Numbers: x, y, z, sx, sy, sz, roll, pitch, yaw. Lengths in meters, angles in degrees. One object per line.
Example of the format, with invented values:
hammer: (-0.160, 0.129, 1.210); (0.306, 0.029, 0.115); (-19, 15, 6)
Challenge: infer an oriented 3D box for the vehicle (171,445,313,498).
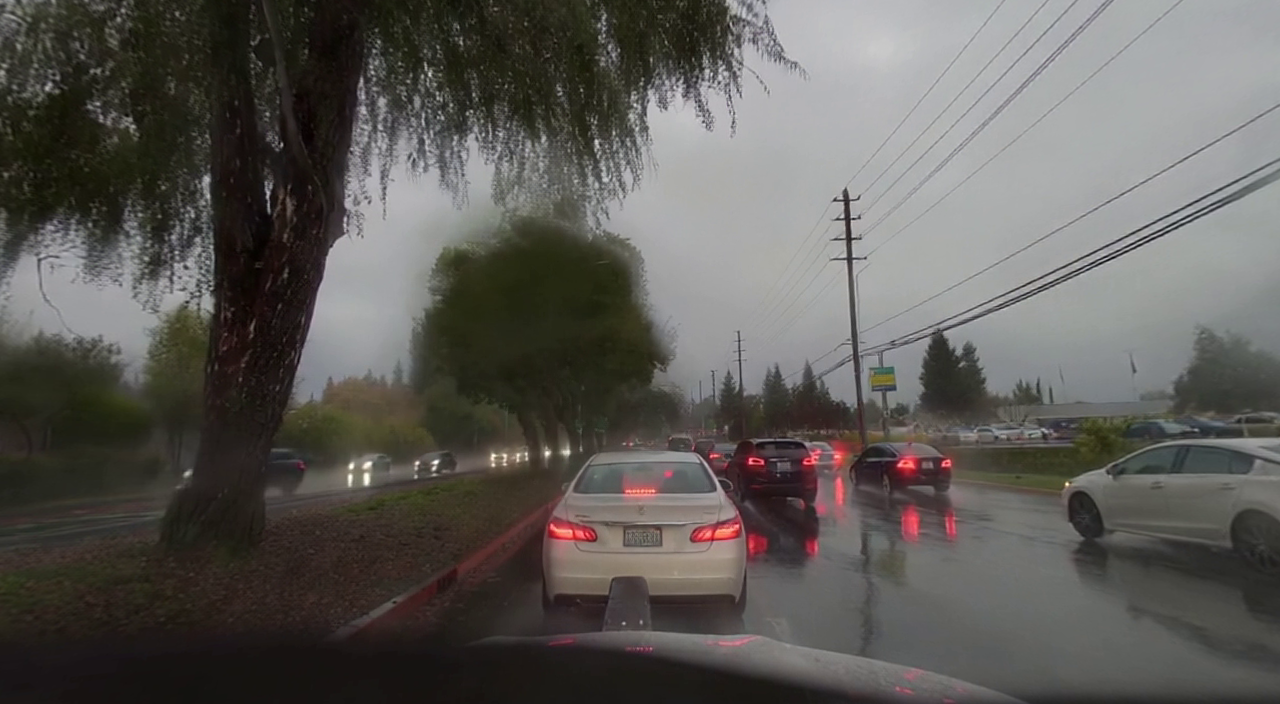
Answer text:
vehicle: (-15.336, 4.566, 24.775); (2.056, 1.809, 5.354); (0, -8, 0)

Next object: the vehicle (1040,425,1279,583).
vehicle: (6.995, 1.629, 7.273); (1.850, 1.480, 4.474); (0, -8, 1)

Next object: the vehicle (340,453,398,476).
vehicle: (-18.808, 7.807, 44.018); (1.884, 1.466, 4.821); (0, -8, 0)

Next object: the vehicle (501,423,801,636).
vehicle: (0.066, 1.539, 6.480); (2.108, 1.479, 3.935); (0, -8, 0)

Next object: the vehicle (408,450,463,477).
vehicle: (-12.005, 6.545, 37.268); (1.804, 1.430, 4.456); (0, -8, 0)

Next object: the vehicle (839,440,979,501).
vehicle: (7.265, 3.206, 17.620); (1.899, 1.458, 4.499); (0, -8, 0)
